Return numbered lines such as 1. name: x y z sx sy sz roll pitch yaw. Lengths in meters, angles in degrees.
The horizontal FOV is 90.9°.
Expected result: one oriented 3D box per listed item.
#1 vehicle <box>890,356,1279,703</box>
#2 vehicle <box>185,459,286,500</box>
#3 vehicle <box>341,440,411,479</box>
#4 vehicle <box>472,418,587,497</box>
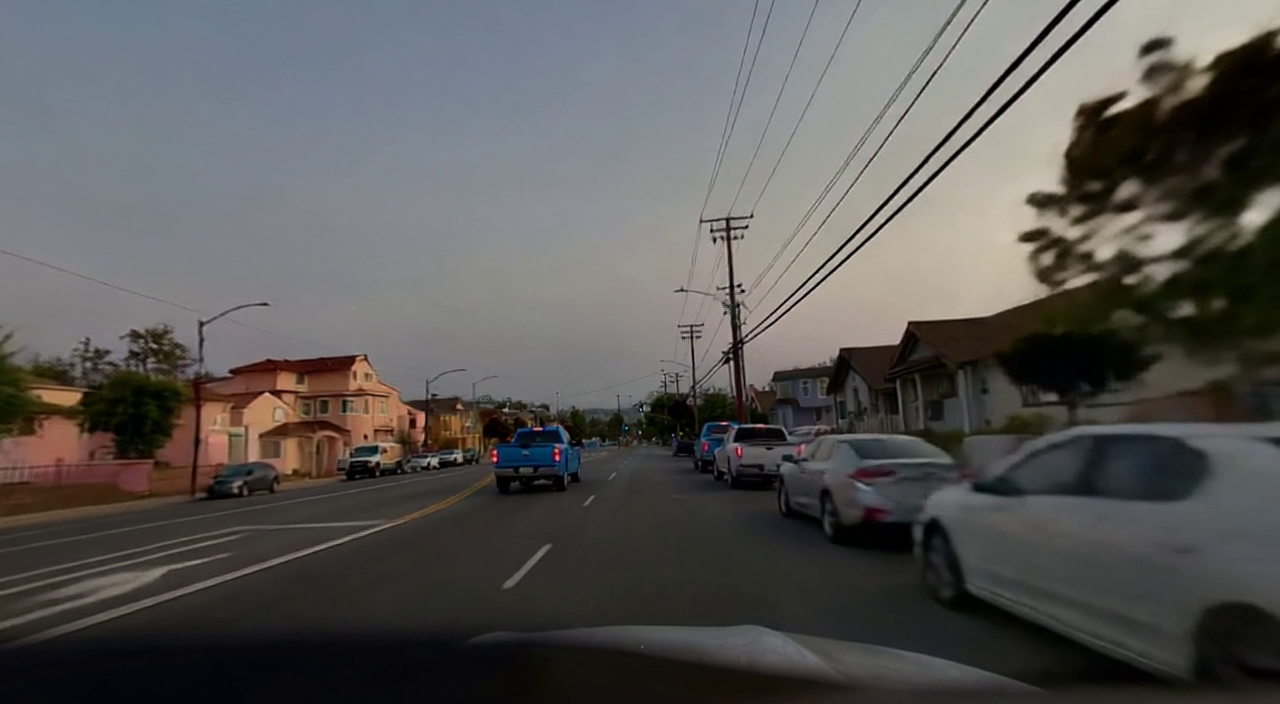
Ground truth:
1. vehicle: 3.146 0.919 2.989 1.924 1.575 4.869 -1 -8 0
2. vehicle: -18.700 5.866 29.389 1.908 1.614 4.092 -1 -8 1
3. vehicle: -18.885 7.674 45.457 2.159 2.586 5.899 -2 -8 3
4. vehicle: -2.944 2.968 18.167 2.242 1.890 5.306 -1 -8 2
